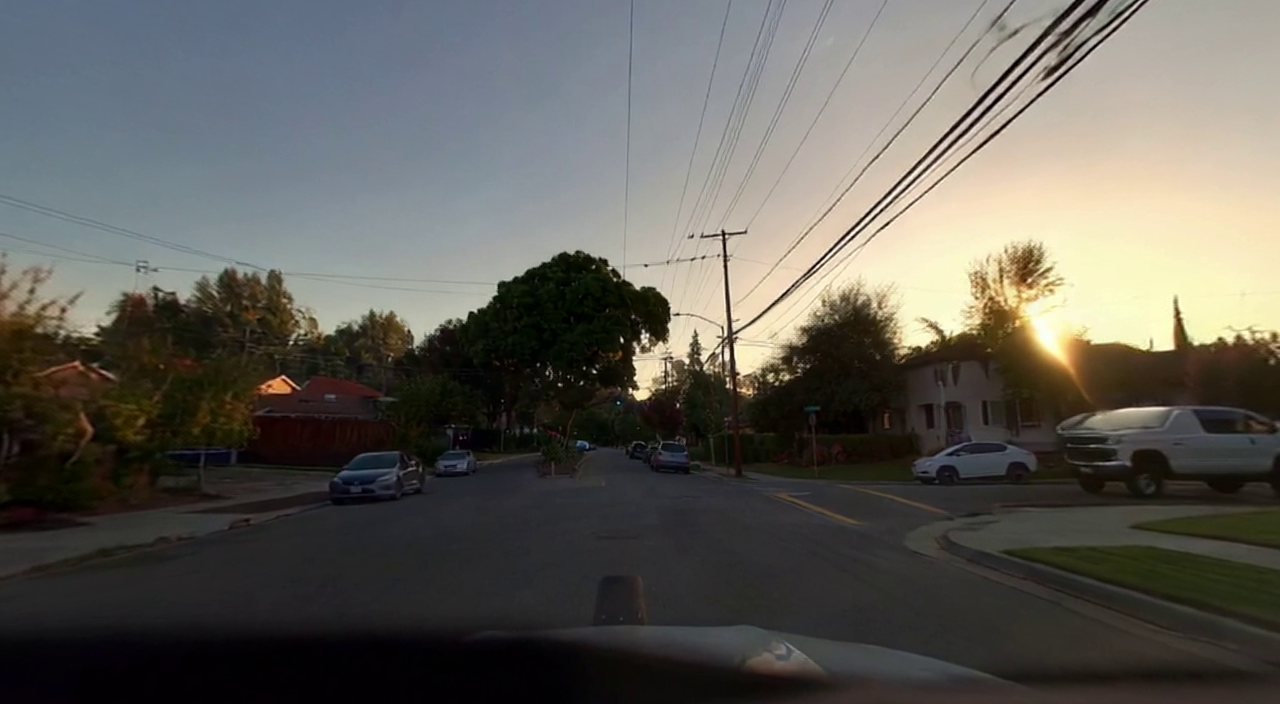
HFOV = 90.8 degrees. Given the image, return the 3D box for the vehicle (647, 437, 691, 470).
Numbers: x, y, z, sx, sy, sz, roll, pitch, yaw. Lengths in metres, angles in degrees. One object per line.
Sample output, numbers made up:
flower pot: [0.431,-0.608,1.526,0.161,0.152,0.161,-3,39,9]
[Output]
vehicle: [1.809,6.649,41.578,2.173,1.992,5.891,1,-9,-4]

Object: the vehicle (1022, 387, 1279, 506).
vehicle: [18.086,2.974,19.965,10.500,3.344,2.906,1,-9,-8]

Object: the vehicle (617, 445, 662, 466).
vehicle: [-0.114,8.087,49.315,1.856,1.512,4.292,4,-10,-25]

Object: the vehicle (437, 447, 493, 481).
vehicle: [-8.556,5.380,30.560,2.033,1.477,4.626,4,-10,-21]

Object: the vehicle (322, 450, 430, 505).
vehicle: [-7.816,3.707,19.159,1.997,1.456,4.319,1,-9,-9]

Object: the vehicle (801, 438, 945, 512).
vehicle: [6.163,3.125,16.471,1.944,1.636,4.140,-9,-12,43]
